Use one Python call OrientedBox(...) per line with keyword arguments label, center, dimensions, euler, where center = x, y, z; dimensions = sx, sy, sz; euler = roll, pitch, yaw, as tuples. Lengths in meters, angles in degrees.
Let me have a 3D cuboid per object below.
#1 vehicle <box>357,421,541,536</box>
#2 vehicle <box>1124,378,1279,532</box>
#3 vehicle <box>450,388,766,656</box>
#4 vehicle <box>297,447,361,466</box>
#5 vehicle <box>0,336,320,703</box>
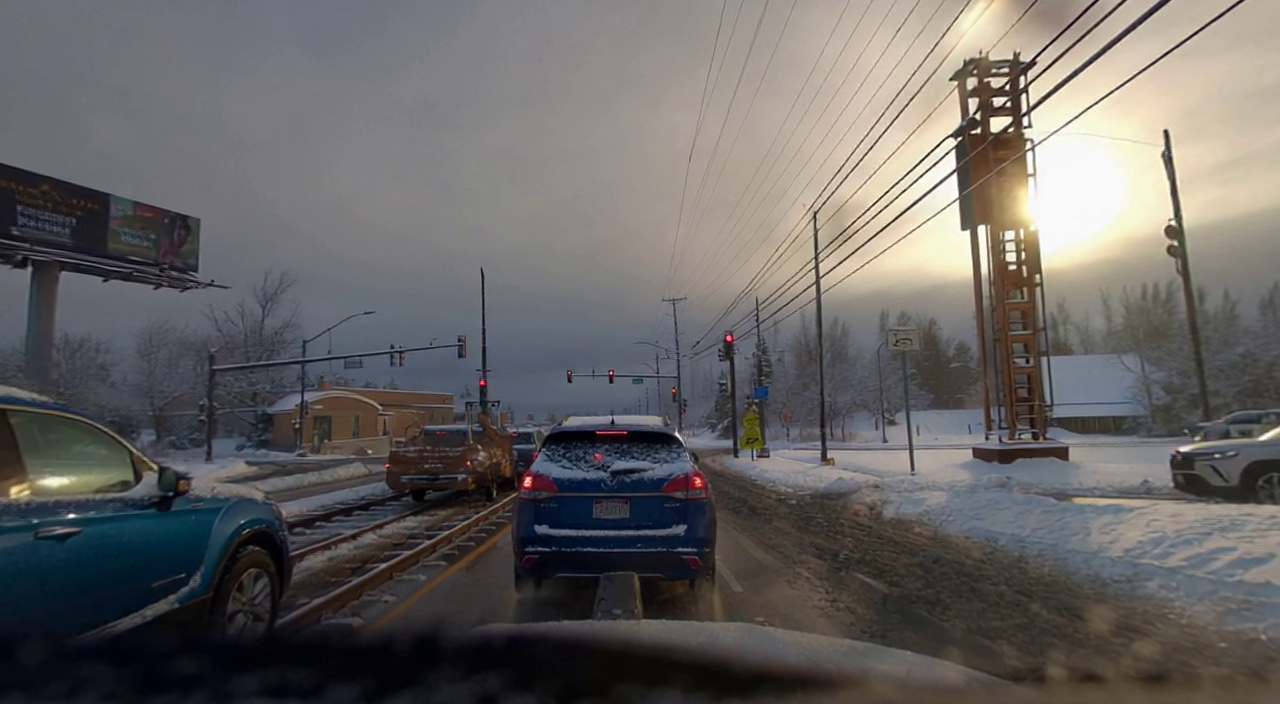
OrientedBox(label="vehicle", center=(-3.151, 2.185, 11.506), dimensions=(1.988, 1.678, 4.317), euler=(0, -9, 0))
OrientedBox(label="vehicle", center=(9.610, 1.317, 8.194), dimensions=(5.060, 1.702, 2.033), euler=(1, -9, -4))
OrientedBox(label="vehicle", center=(-0.203, 1.375, 5.985), dimensions=(2.025, 1.723, 3.644), euler=(0, -9, 0))
OrientedBox(label="vehicle", center=(-24.186, 8.093, 49.076), dimensions=(4.357, 1.444, 1.842), euler=(-3, -9, 19))
OrientedBox(label="vehicle", center=(-3.926, 0.877, 3.056), dimensions=(2.052, 1.814, 5.184), euler=(0, -9, -1))
